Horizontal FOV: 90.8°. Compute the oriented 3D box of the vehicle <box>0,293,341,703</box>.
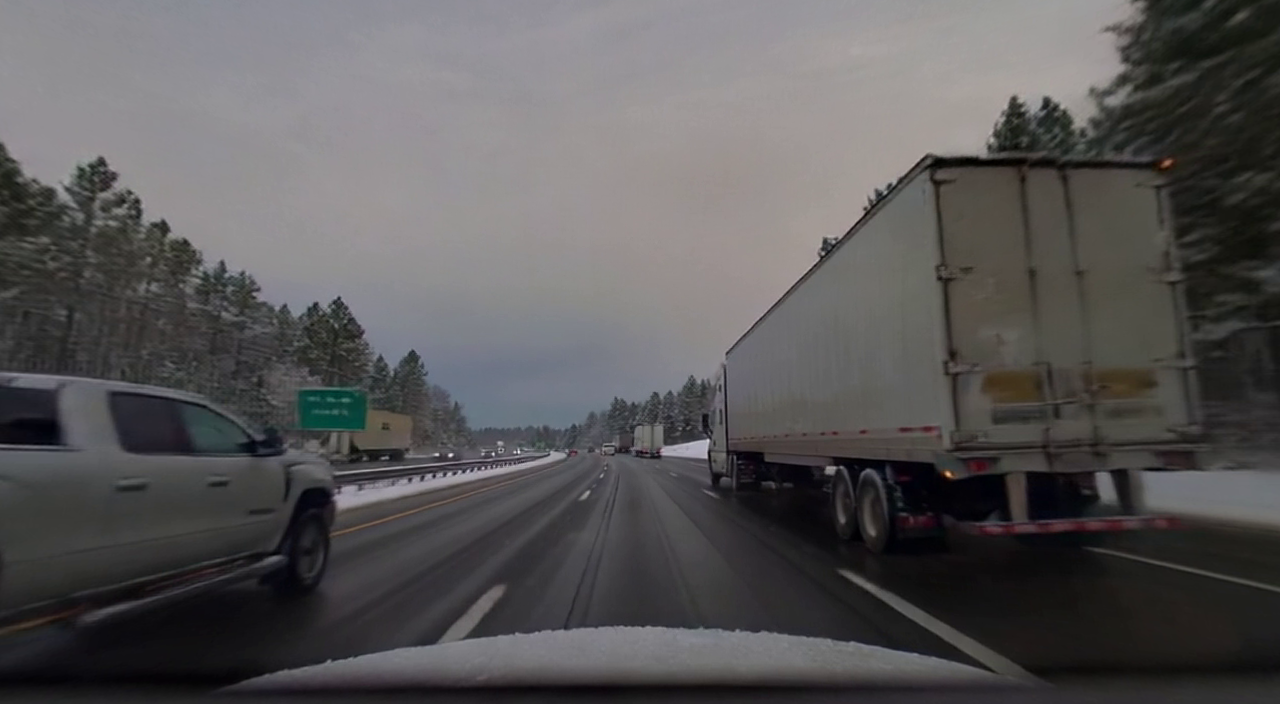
[{"bbox_3d":[-3.877,0.802,3.091,2.337,1.942,4.984,0,-9,0],"label":"vehicle"}]

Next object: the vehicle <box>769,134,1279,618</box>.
[{"bbox_3d":[4.245,0.726,9.381,2.826,4.035,8.369,0,-9,0],"label":"vehicle"}]
